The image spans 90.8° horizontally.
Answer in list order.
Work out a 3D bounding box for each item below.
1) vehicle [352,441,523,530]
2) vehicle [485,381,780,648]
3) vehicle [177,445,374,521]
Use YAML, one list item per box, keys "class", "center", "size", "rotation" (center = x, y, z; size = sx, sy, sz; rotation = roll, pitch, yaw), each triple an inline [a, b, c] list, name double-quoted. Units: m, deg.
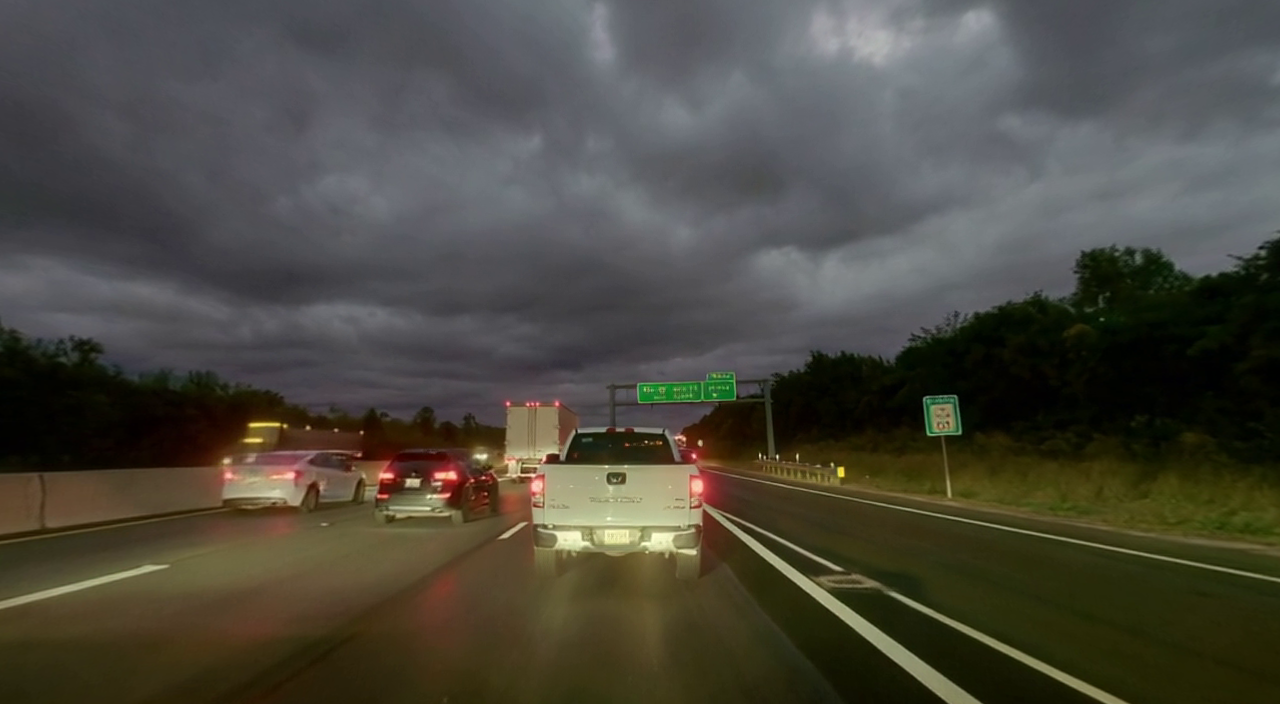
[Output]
- class: "vehicle"
  center: [-3.898, 2.637, 13.098]
  size: [1.986, 1.501, 4.407]
  rotation: [-1, -9, 1]
- class: "vehicle"
  center: [-0.091, 1.360, 6.072]
  size: [1.995, 1.798, 3.380]
  rotation: [0, -9, -1]
- class: "vehicle"
  center: [-8.179, 2.942, 14.787]
  size: [1.874, 1.470, 4.576]
  rotation: [0, -9, 0]
